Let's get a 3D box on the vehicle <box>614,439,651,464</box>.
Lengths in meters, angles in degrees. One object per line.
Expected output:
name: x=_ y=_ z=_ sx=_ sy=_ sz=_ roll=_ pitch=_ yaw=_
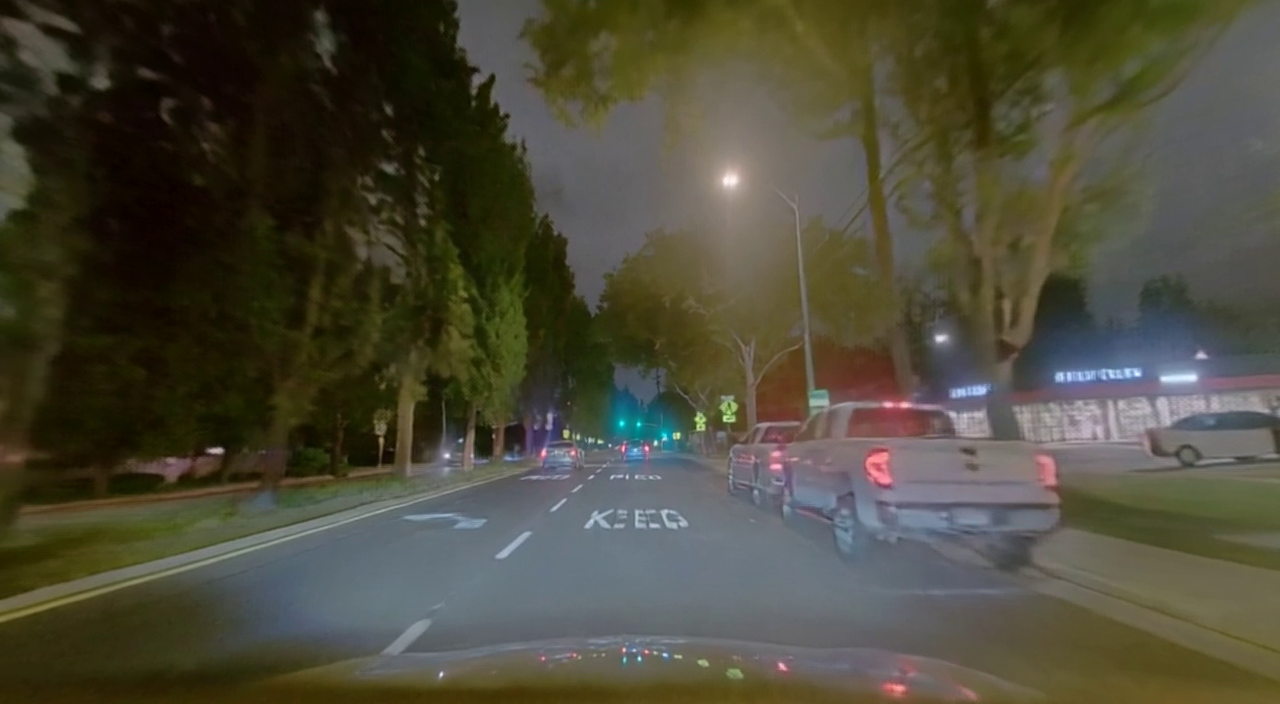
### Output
vehicle: x=-0.488 y=6.275 z=39.809 sx=2.187 sy=1.478 sz=4.138 roll=0 pitch=-8 yaw=-1

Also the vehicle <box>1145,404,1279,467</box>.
vehicle: x=15.789 y=2.079 z=15.587 sx=1.881 sy=1.477 sz=4.617 roll=4 pitch=-9 yaw=-27

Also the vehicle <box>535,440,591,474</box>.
vehicle: x=-3.487 y=4.855 z=29.457 sx=2.083 sy=1.460 sz=4.527 roll=0 pitch=-8 yaw=0

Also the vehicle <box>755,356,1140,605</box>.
vehicle: x=3.006 y=1.438 z=7.977 sx=2.072 sy=2.017 sz=5.590 roll=0 pitch=-8 yaw=0
